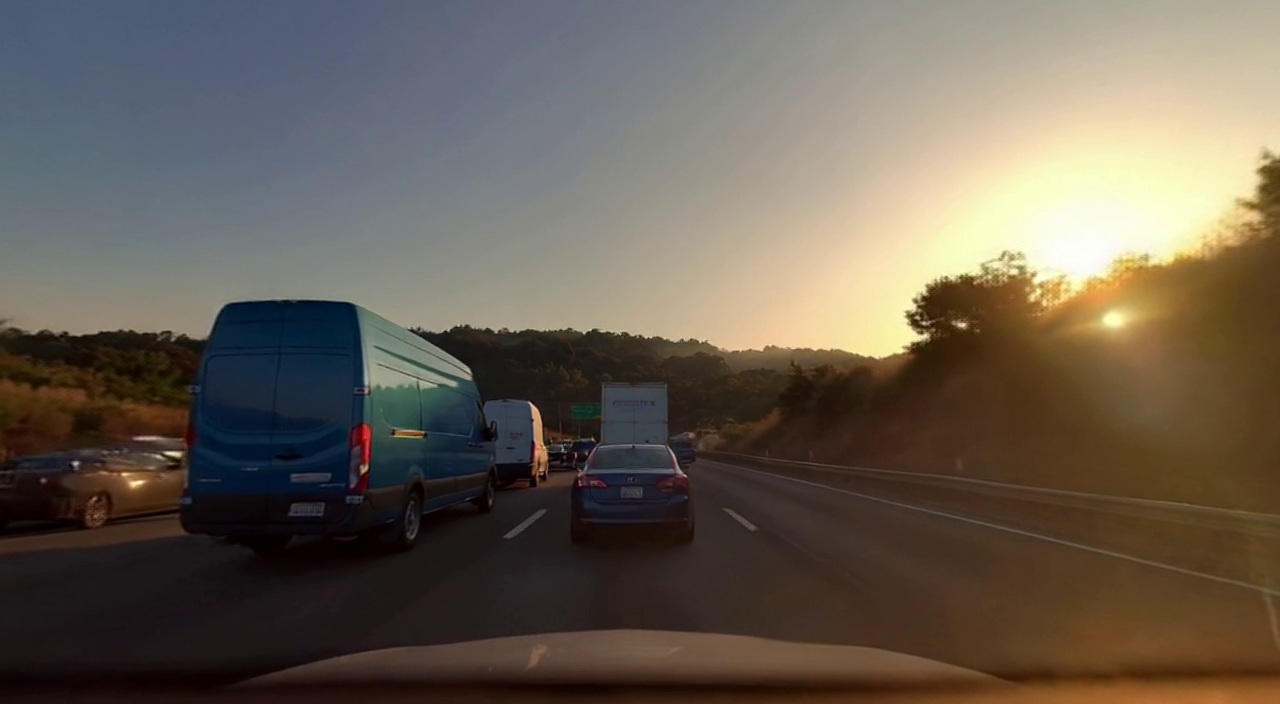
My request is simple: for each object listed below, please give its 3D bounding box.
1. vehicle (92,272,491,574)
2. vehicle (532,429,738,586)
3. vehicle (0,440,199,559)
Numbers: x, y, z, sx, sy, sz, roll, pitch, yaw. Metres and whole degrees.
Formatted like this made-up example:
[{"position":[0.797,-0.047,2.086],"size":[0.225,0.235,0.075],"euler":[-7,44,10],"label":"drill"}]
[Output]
[{"position":[-4.066,1.135,9.380],"size":[2.254,2.879,6.656],"euler":[0,-9,-2],"label":"vehicle"},{"position":[-0.076,1.778,7.888],"size":[1.995,1.495,3.380],"euler":[0,-9,-1],"label":"vehicle"},{"position":[-8.876,2.070,9.348],"size":[1.797,1.466,3.924],"euler":[0,-9,0],"label":"vehicle"}]
